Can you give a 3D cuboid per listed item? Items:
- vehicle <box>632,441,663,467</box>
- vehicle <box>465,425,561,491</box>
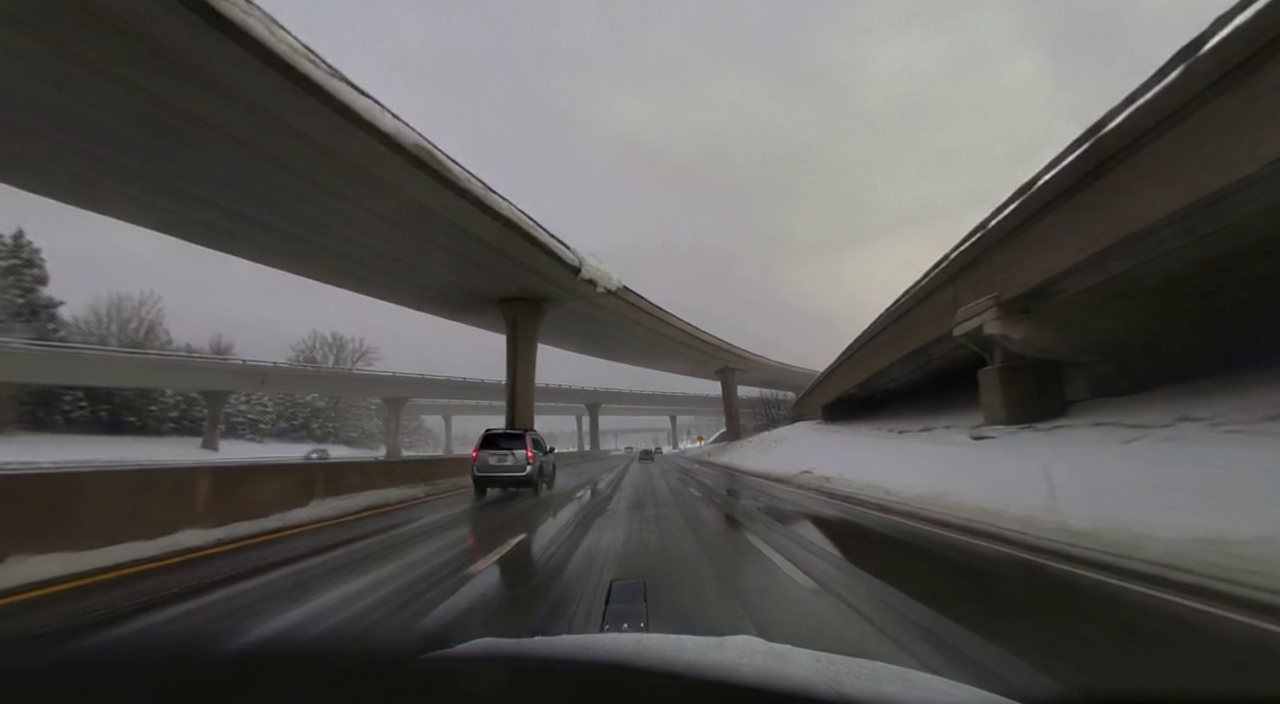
[{"bbox_3d":[0.499,7.173,44.426,2.052,1.711,4.223,0,-9,0],"label":"vehicle"},{"bbox_3d":[-4.043,3.487,21.008,2.147,1.918,4.834,0,-9,1],"label":"vehicle"}]
